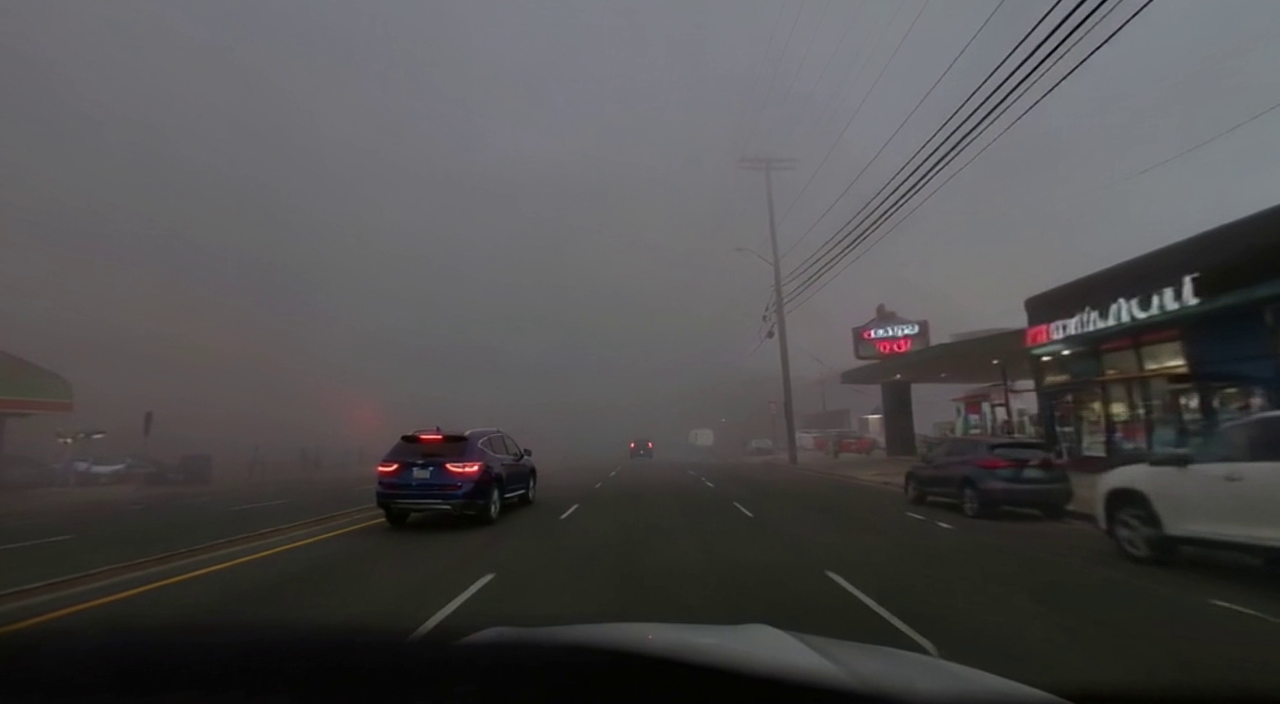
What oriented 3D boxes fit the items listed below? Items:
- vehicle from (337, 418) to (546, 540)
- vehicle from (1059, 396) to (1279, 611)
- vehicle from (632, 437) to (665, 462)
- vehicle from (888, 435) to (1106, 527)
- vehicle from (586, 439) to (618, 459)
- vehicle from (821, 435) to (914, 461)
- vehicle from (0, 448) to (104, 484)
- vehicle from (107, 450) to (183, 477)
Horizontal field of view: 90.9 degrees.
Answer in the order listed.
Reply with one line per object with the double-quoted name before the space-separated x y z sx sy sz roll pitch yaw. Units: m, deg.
"vehicle" -3.052 2.076 10.912 2.049 1.646 4.445 -1 -9 2
"vehicle" 6.481 1.304 5.503 2.129 1.802 5.084 0 -9 0
"vehicle" 0.573 6.351 41.124 2.037 1.484 4.073 0 -9 0
"vehicle" 6.728 2.444 12.513 1.896 1.497 4.032 0 -9 -1
"vehicle" -2.809 7.270 47.277 1.950 1.450 4.257 -1 -9 2
"vehicle" 13.449 5.703 37.411 4.707 1.485 1.948 0 -9 -2
"vehicle" -31.025 5.958 33.130 4.589 1.779 2.154 -3 -9 20
"vehicle" -32.318 7.275 41.130 4.435 1.483 1.990 -5 -8 23
